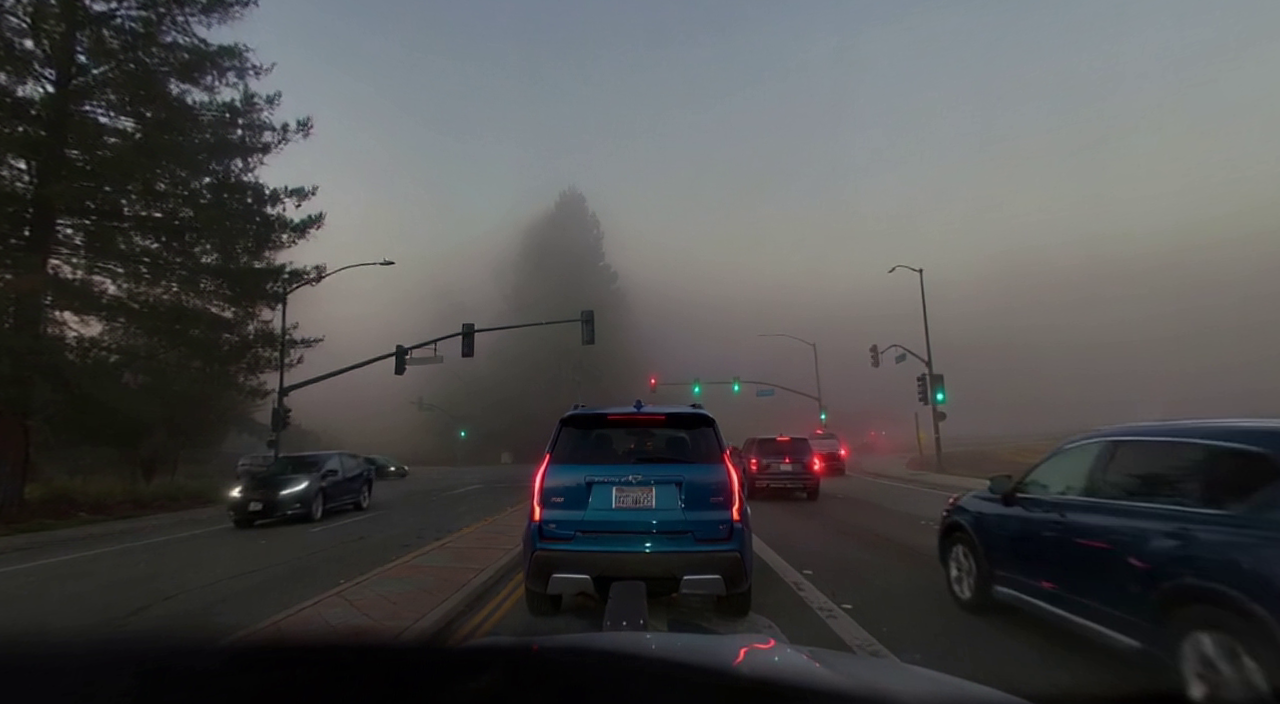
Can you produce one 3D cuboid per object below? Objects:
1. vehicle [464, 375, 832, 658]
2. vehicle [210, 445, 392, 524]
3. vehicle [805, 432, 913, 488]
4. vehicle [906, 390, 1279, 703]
[{"bbox_3d":[0.049,1.332,6.113,2.298,1.770,4.138,0,-8,0],"label":"vehicle"},{"bbox_3d":[-8.238,3.198,15.959,2.026,1.680,4.608,0,-8,0],"label":"vehicle"},{"bbox_3d":[7.125,3.550,21.046,2.012,1.636,4.352,0,-8,0],"label":"vehicle"},{"bbox_3d":[3.463,1.054,3.517,2.097,1.473,4.252,0,-8,0],"label":"vehicle"}]
